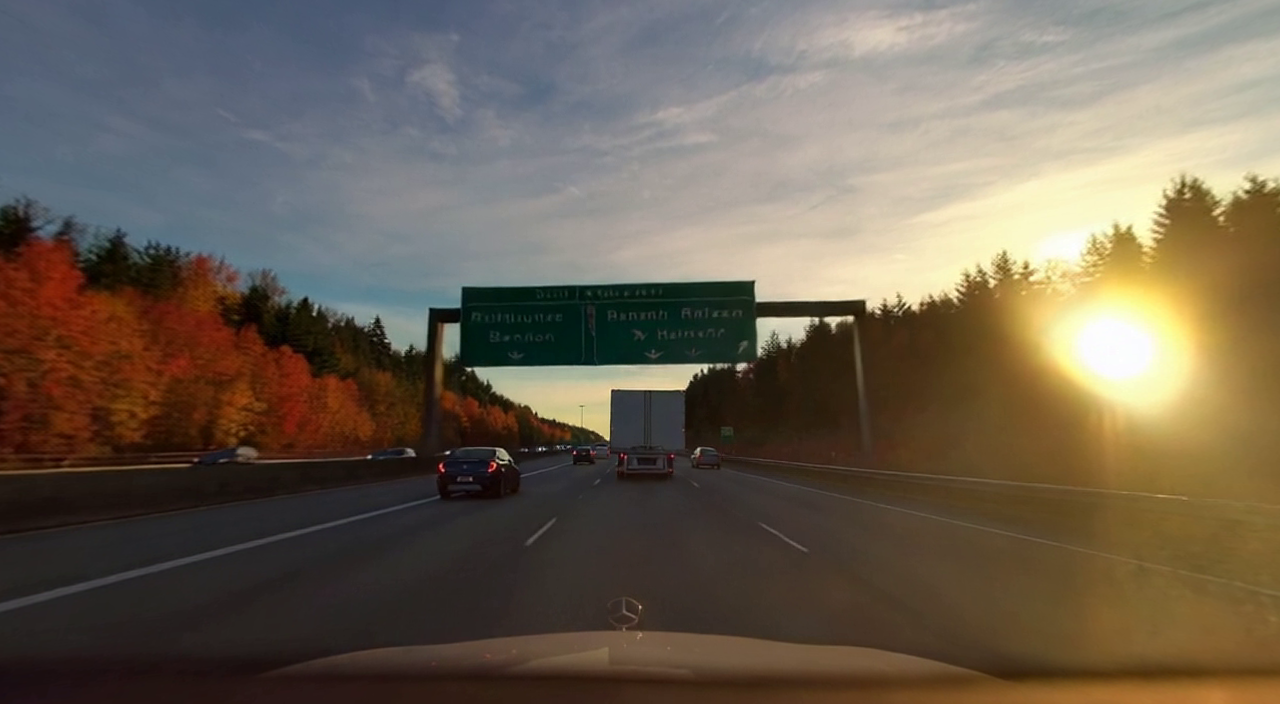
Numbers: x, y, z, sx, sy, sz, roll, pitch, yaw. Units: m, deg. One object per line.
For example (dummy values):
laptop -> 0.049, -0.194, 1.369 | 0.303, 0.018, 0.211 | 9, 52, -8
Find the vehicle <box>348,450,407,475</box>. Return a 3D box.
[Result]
vehicle -> -18.063, 7.599, 43.343 | 2.003, 1.593, 4.777 | 0, -9, 0

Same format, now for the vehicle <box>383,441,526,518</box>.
vehicle -> -4.024, 2.821, 14.410 | 2.017, 1.469, 4.113 | 0, -9, 0

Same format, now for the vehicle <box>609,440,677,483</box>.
vehicle -> 0.092, 4.591, 26.548 | 2.634, 1.679, 4.070 | 0, -9, 0

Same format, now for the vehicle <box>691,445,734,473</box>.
vehicle -> 4.262, 6.349, 37.457 | 2.035, 1.571, 4.413 | 0, -9, 0

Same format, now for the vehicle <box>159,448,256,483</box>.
vehicle -> -22.094, 5.782, 32.255 | 1.919, 1.671, 4.274 | 0, -9, 0

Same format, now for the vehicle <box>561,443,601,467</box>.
vehicle -> -4.371, 7.754, 47.174 | 2.545, 1.679, 4.267 | 0, -9, 0
